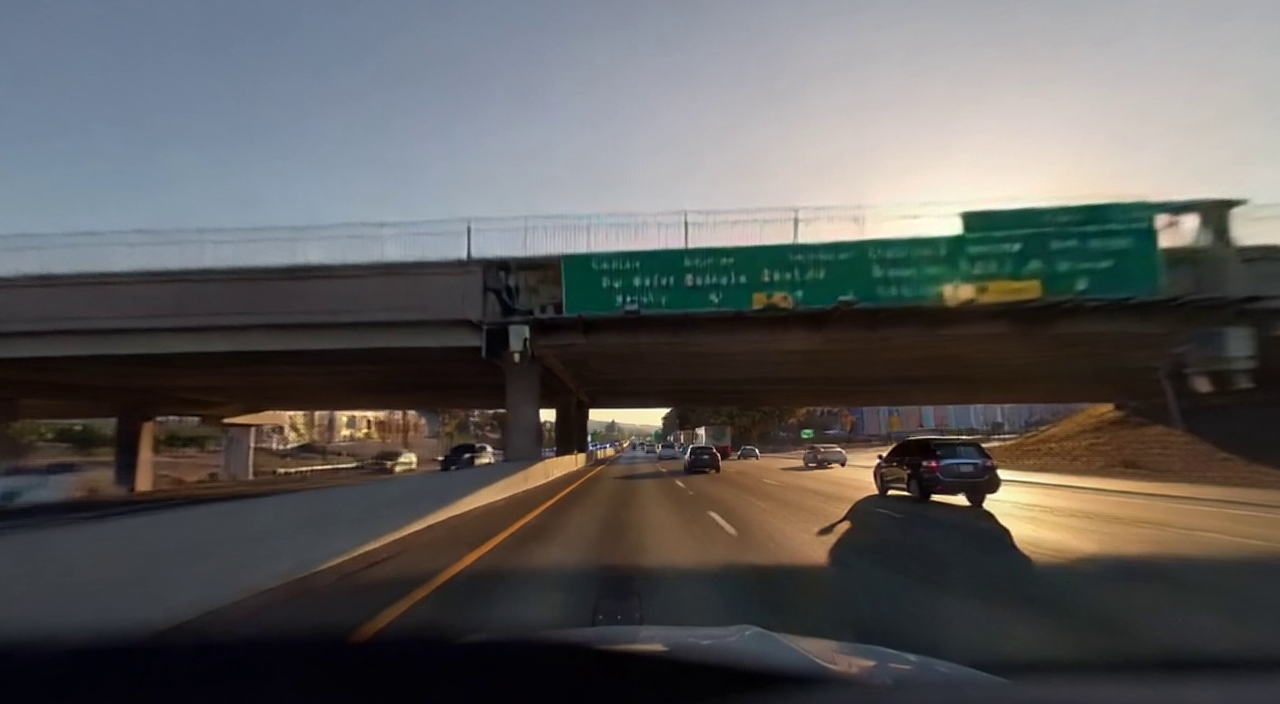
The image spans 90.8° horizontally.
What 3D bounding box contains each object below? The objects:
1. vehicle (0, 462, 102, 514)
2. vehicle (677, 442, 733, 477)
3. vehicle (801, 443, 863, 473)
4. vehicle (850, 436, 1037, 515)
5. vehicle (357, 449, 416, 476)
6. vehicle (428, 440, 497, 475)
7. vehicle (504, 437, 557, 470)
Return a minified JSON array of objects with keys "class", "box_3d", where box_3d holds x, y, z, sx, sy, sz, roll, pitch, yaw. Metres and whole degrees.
[{"class":"vehicle","box_3d":[-20.625,4.396,20.552,2.057,1.475,4.785,0,-8,0]},{"class":"vehicle","box_3d":[2.968,5.024,29.854,1.993,1.507,4.594,0,-8,-2]},{"class":"vehicle","box_3d":[10.005,5.524,33.226,1.838,1.440,4.121,0,-8,-2]},{"class":"vehicle","box_3d":[6.600,2.710,14.457,1.952,1.489,4.483,0,-8,-2]},{"class":"vehicle","box_3d":[-16.952,7.407,42.522,2.078,1.637,4.517,0,-8,0]},{"class":"vehicle","box_3d":[-10.178,6.088,36.754,2.274,1.881,5.749,0,-8,1]},{"class":"vehicle","box_3d":[-6.711,6.297,39.418,2.218,1.829,5.584,0,-8,1]}]
